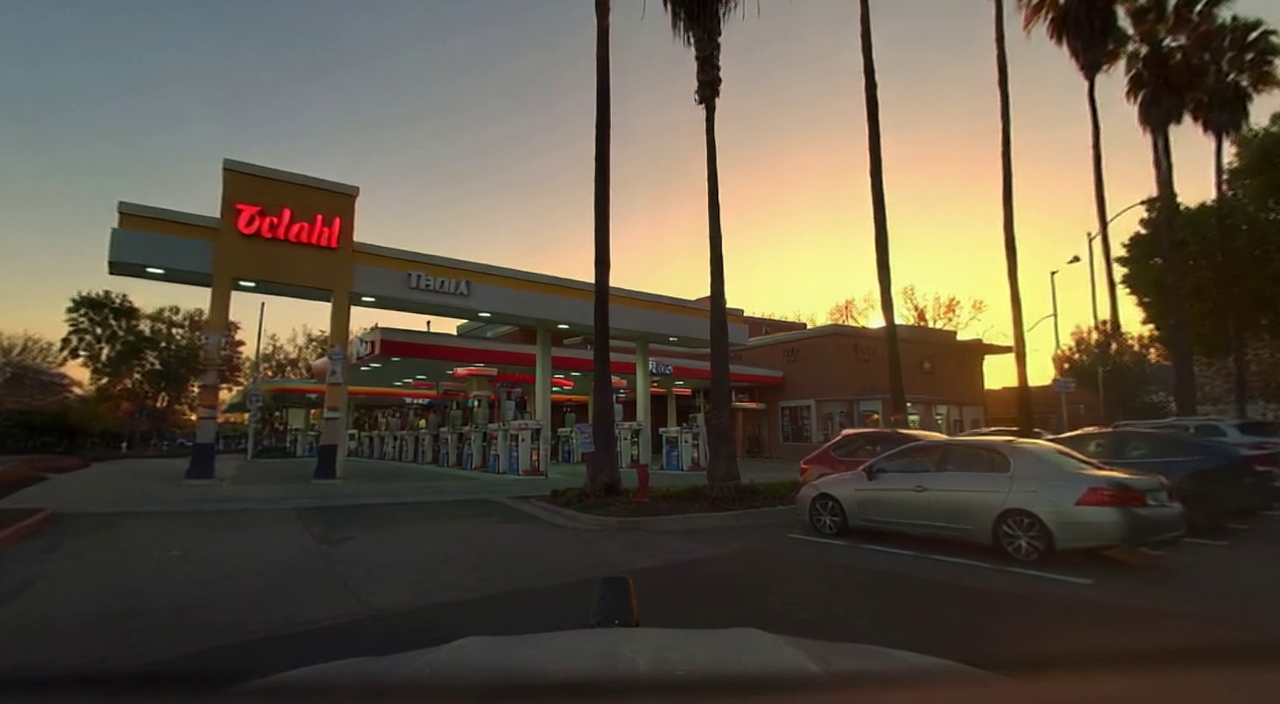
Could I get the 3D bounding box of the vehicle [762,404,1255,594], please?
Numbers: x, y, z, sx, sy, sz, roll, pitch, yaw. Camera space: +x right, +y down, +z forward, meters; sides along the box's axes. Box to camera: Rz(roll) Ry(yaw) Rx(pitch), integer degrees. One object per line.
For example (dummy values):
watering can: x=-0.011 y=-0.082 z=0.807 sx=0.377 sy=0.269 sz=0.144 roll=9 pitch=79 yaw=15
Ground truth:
vehicle: x=3.801 y=1.529 z=7.481 sx=1.937 sy=1.490 sz=4.564 roll=6 pitch=-10 yaw=-34
